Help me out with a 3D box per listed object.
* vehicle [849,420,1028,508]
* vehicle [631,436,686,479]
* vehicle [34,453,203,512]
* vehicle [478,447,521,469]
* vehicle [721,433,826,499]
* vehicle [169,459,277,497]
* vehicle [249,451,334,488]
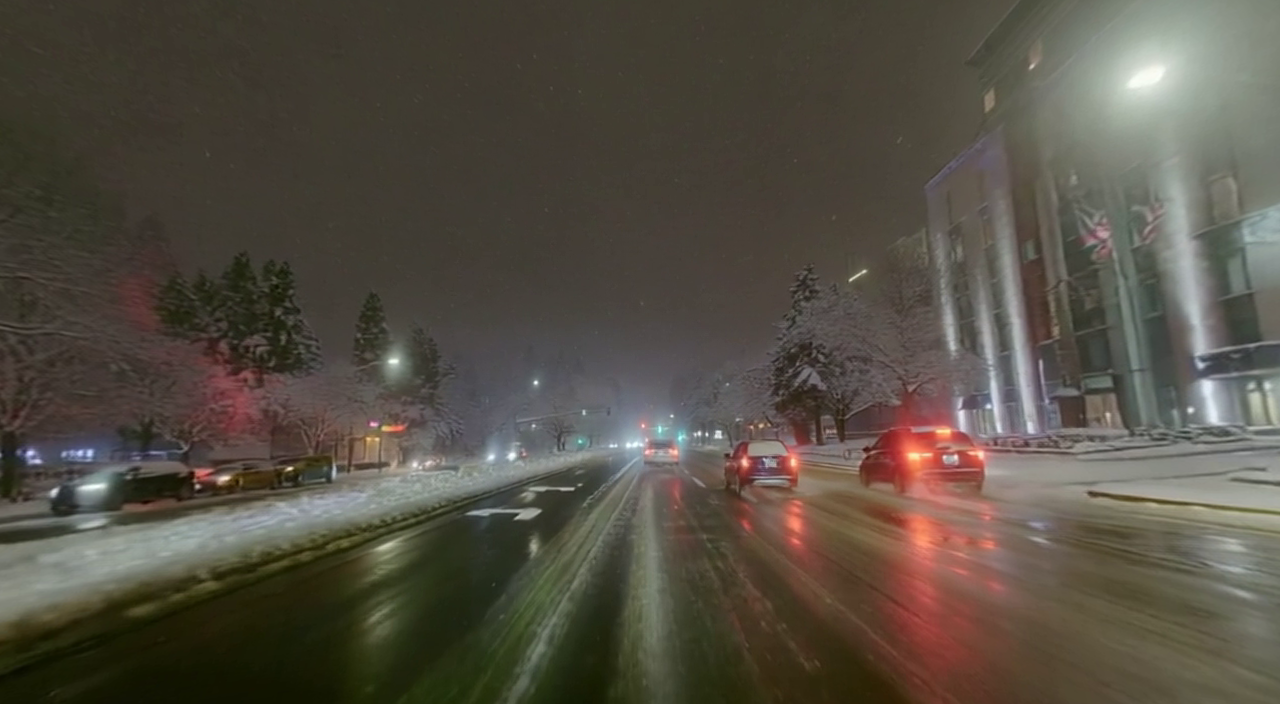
[{"bbox_3d":[6.881,2.630,15.248,1.963,1.783,4.722,0,-8,-1],"label":"vehicle"},{"bbox_3d":[0.709,4.390,26.443,2.125,1.669,3.880,0,-8,0],"label":"vehicle"},{"bbox_3d":[-18.075,4.489,22.225,1.954,1.779,4.635,0,-8,0],"label":"vehicle"},{"bbox_3d":[-10.261,7.788,46.389,1.941,1.477,4.482,-1,-8,2],"label":"vehicle"},{"bbox_3d":[3.582,3.150,17.866,1.931,1.591,4.708,0,-8,0],"label":"vehicle"},{"bbox_3d":[-18.167,5.486,27.734,1.716,1.412,4.335,0,-8,1],"label":"vehicle"},{"bbox_3d":[-18.004,6.062,32.840,1.847,1.730,4.530,0,-8,0],"label":"vehicle"}]
